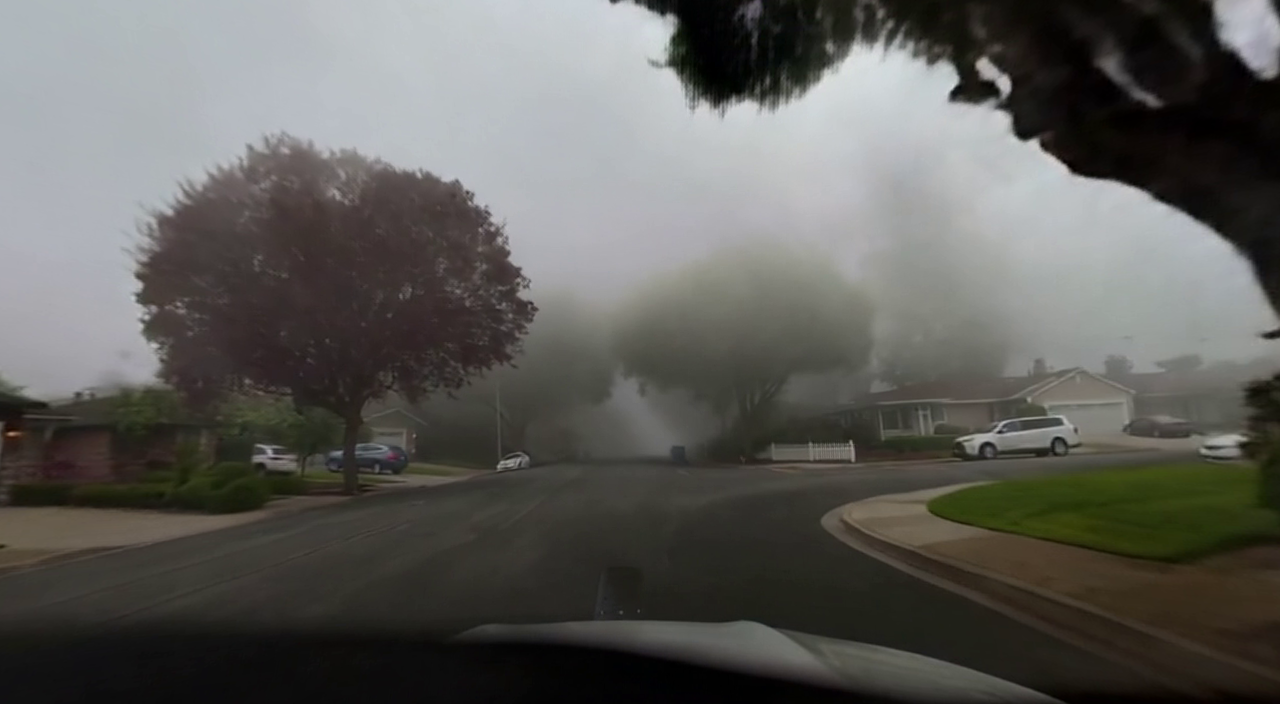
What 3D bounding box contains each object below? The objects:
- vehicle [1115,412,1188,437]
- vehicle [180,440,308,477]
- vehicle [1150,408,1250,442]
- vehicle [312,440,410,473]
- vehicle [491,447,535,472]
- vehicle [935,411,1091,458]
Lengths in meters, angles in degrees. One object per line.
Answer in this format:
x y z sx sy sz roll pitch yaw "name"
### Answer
35.258 5.068 43.521 1.971 1.581 4.495 -2 -9 12 "vehicle"
-18.483 5.002 29.651 1.829 1.584 4.748 -5 -10 27 "vehicle"
34.346 4.534 38.772 2.029 1.747 4.373 0 -11 0 "vehicle"
-16.147 6.077 36.621 4.683 1.849 2.044 0 -9 -5 "vehicle"
-8.313 7.075 41.664 2.040 1.525 5.212 0 -9 -2 "vehicle"
17.569 3.954 29.795 6.088 2.084 2.337 1 -10 -9 "vehicle"
